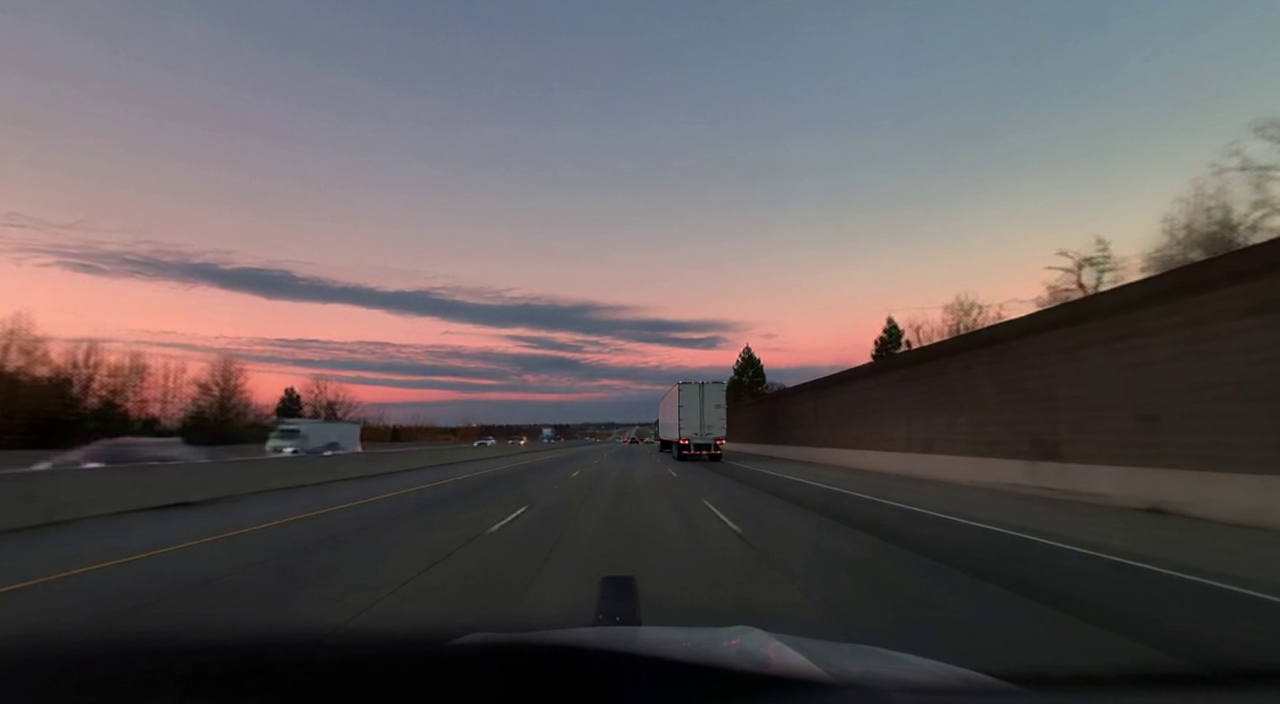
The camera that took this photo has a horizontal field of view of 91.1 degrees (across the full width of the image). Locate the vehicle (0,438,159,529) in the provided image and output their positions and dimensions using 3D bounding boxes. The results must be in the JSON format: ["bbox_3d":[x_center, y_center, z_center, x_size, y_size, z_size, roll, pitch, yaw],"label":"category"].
[{"bbox_3d":[-11.750,2.420,12.037,1.864,1.515,4.052,0,-8,-1],"label":"vehicle"}]

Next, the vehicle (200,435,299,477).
[{"bbox_3d":[-19.707,5.226,32.017,2.019,1.935,4.778,0,-8,-1],"label":"vehicle"}]

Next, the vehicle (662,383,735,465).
[{"bbox_3d":[3.277,4.678,39.845,2.979,4.161,15.508,1,-7,-1],"label":"vehicle"}]

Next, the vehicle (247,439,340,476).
[{"bbox_3d":[-16.249,4.945,29.771,1.972,1.595,4.326,0,-8,0],"label":"vehicle"}]
